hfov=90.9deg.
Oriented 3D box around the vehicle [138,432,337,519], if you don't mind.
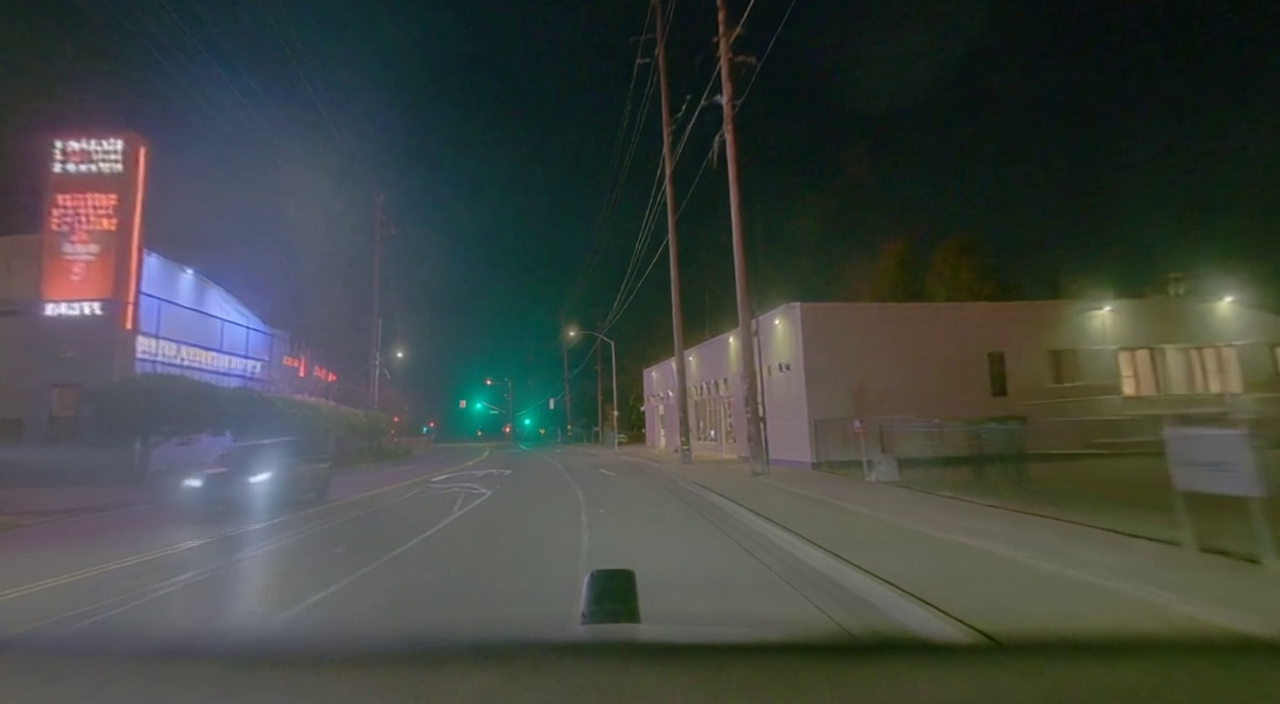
[{"bbox_3d":[-8.075,2.455,13.138,1.912,1.500,3.772,0,-8,-6],"label":"vehicle"}]
